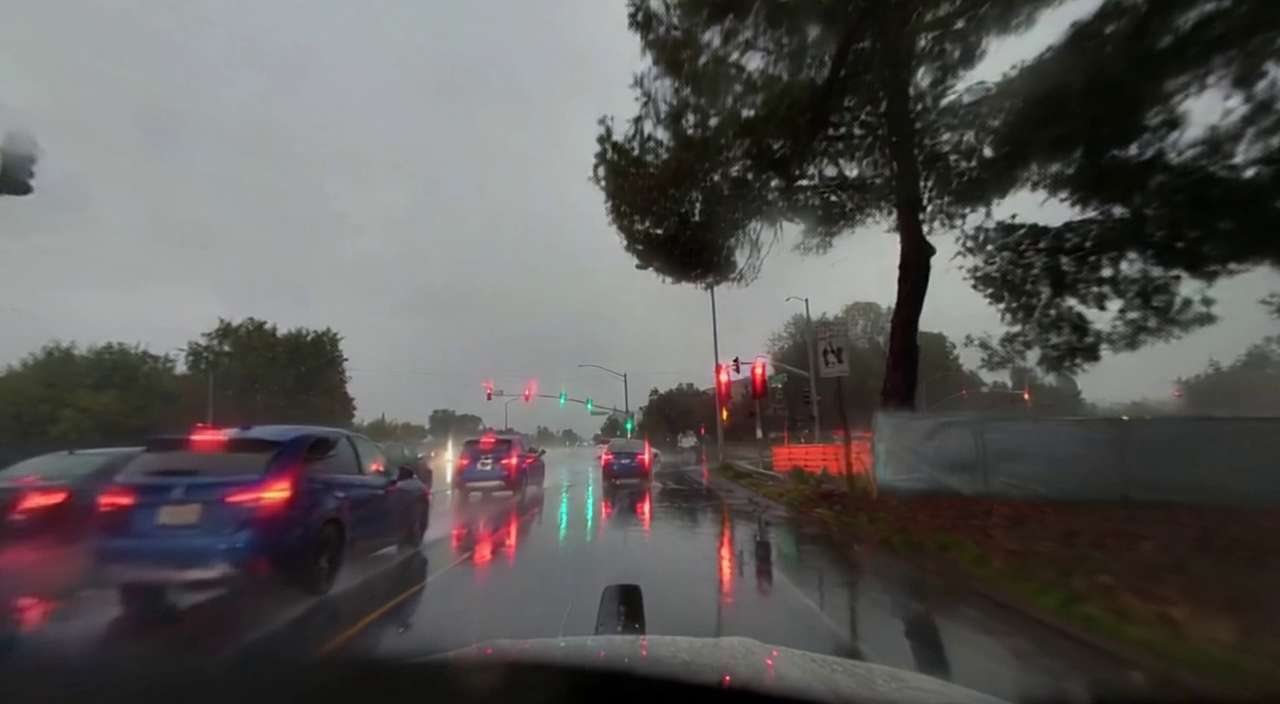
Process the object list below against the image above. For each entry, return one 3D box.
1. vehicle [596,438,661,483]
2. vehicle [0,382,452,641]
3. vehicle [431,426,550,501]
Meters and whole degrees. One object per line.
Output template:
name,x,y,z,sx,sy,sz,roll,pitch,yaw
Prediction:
vehicle,-0.366,3.992,23.552,2.183,1.506,4.286,0,-9,1
vehicle,-4.010,1.561,7.220,2.236,1.886,4.792,-2,-9,0
vehicle,-4.136,3.195,18.493,2.240,1.844,5.043,0,-9,0
